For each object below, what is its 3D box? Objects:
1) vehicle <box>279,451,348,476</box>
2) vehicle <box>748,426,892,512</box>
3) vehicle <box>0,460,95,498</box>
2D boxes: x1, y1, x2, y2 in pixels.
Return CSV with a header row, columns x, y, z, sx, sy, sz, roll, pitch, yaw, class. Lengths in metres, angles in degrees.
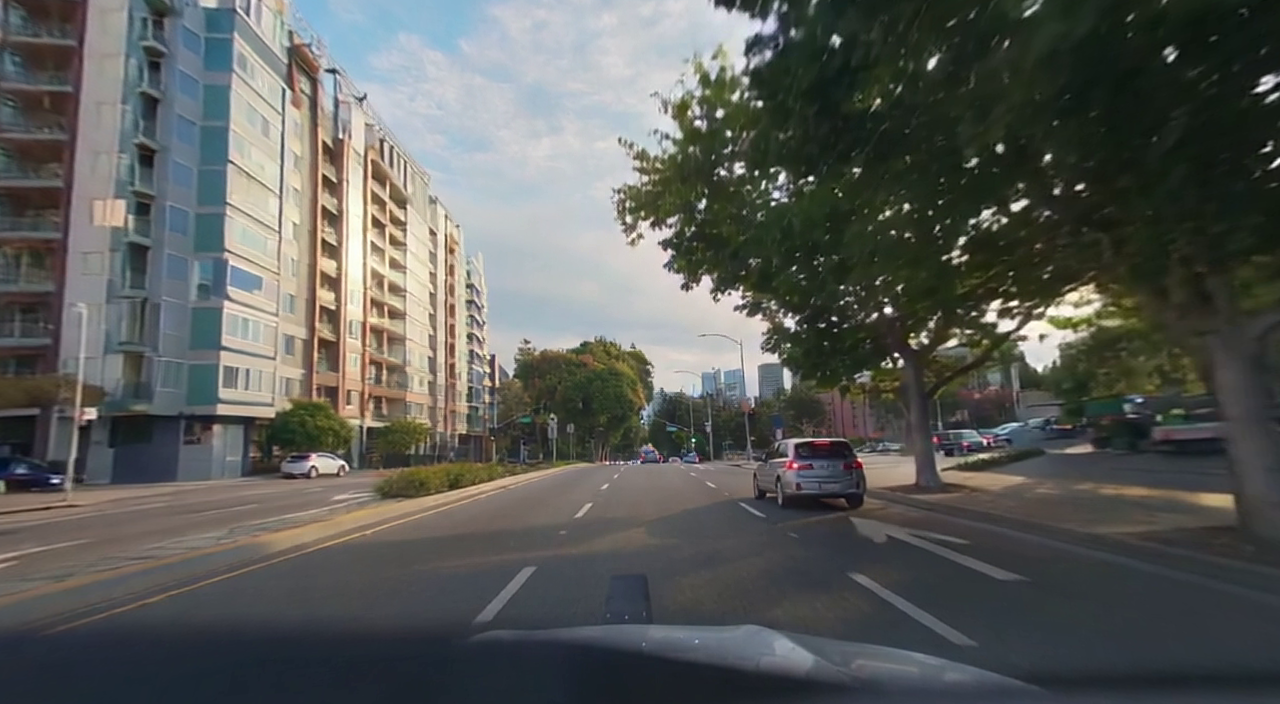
x,y,z,sx,sy,sz,roll,pitch,yaw,class
-21.193,7.245,41.170,1.864,1.468,4.770,0,-8,2,vehicle
3.712,2.481,13.811,1.949,1.583,3.996,0,-8,0,vehicle
-25.813,5.235,26.090,4.644,1.452,1.944,0,-8,0,vehicle
